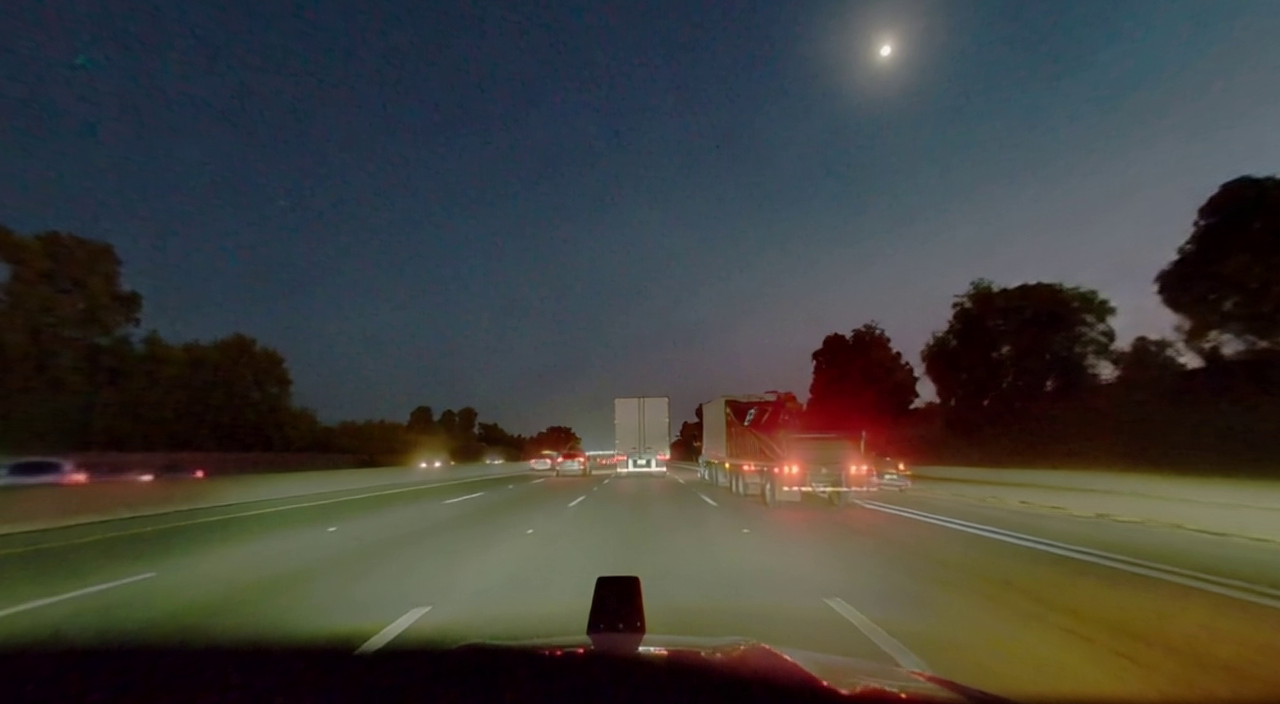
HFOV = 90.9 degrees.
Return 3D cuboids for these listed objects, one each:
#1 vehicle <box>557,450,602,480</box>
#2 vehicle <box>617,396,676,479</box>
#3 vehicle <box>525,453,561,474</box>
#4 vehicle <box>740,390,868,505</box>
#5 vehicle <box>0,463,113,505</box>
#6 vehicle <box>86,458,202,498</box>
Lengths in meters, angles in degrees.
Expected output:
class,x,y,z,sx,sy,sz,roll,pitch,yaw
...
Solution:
class,x,y,z,sx,sy,sz,roll,pitch,yaw
vehicle,-3.342,6.303,35.452,2.061,1.555,3.900,0,-9,1
vehicle,0.285,5.147,37.117,2.875,4.056,12.312,0,-9,0
vehicle,-7.016,8.130,46.102,1.926,1.482,3.959,0,-9,1
vehicle,4.482,2.721,18.052,2.565,2.902,3.798,0,-9,0
vehicle,-26.009,5.693,27.508,1.867,1.580,4.704,0,-9,0
vehicle,-26.023,6.595,33.370,1.852,1.874,5.286,0,-9,0
